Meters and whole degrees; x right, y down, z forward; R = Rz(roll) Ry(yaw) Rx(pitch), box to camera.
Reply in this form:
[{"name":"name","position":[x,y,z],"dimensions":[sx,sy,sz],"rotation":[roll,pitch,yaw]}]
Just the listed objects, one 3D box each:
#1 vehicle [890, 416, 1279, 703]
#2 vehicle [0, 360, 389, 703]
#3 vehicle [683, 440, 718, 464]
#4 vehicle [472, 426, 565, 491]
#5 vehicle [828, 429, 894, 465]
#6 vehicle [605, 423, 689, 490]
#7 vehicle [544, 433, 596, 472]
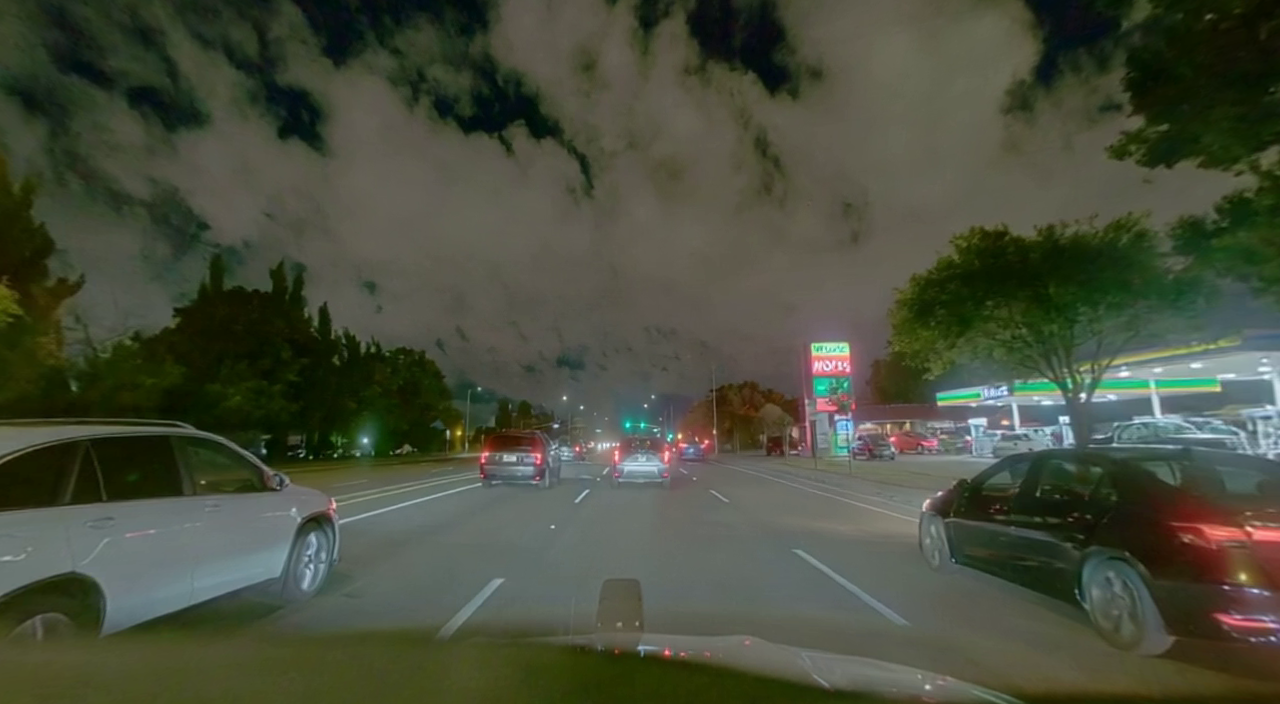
[{"name":"vehicle","position":[3.944,1.353,5.177],"dimensions":[1.888,1.456,4.589],"rotation":[0,-8,0]},{"name":"vehicle","position":[-3.450,1.088,4.236],"dimensions":[1.864,1.574,4.031],"rotation":[0,-8,0]},{"name":"vehicle","position":[4.089,6.844,43.463],"dimensions":[1.926,1.522,3.852],"rotation":[0,-8,-1]},{"name":"vehicle","position":[-3.462,3.122,18.837],"dimensions":[1.932,1.695,4.150],"rotation":[0,-8,0]},{"name":"vehicle","position":[11.847,5.145,34.219],"dimensions":[1.918,1.765,4.668],"rotation":[0,-8,0]},{"name":"vehicle","position":[0.169,3.163,19.396],"dimensions":[2.279,1.803,4.254],"rotation":[0,-8,0]},{"name":"vehicle","position":[-3.160,4.620,29.241],"dimensions":[1.871,1.673,3.920],"rotation":[0,-8,1]}]
